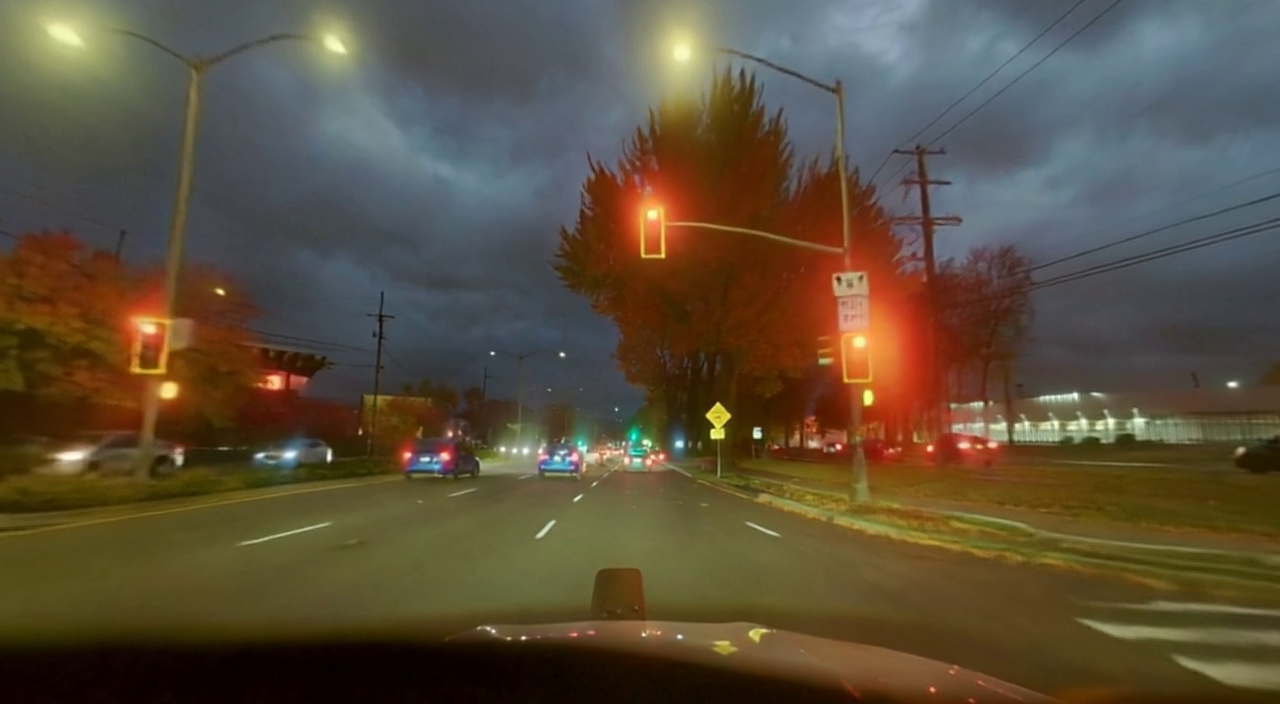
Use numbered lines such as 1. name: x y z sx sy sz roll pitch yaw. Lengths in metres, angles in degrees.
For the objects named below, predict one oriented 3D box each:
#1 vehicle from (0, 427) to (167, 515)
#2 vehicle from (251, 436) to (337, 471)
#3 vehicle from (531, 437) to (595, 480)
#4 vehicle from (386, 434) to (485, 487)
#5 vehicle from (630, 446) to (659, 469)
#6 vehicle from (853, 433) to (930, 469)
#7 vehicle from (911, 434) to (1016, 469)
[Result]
1. vehicle: -11.737 2.211 12.114 1.872 1.475 4.325 1 -8 0
2. vehicle: -19.566 5.726 35.893 2.118 1.798 4.923 1 -8 0
3. vehicle: -3.235 4.578 27.393 2.085 1.663 4.513 1 -8 1
4. vehicle: -6.868 3.666 21.676 1.932 1.596 4.247 1 -8 1
5. vehicle: 0.345 8.269 49.533 2.144 1.704 4.028 1 -8 0
6. vehicle: 13.331 5.249 33.692 1.862 1.559 3.959 -4 -5 -11
7. vehicle: 14.678 4.518 28.863 1.826 1.474 4.254 3 -8 -15
